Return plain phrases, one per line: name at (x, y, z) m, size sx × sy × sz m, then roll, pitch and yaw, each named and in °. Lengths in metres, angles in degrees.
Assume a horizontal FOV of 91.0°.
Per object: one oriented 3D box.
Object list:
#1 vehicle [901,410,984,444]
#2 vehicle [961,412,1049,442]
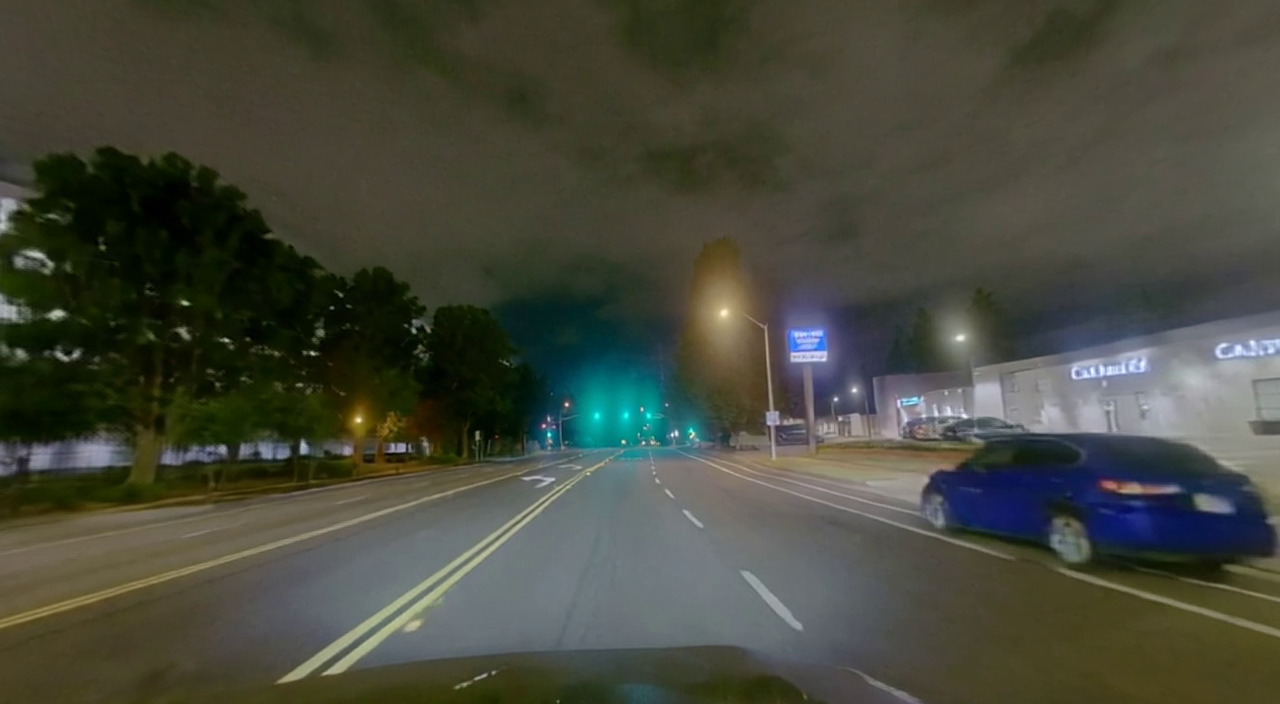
vehicle at (16.916, 4.284, 35.527) m, size 2.059 × 1.788 × 4.708 m, roll 1°, pitch -8°, yaw -4°
vehicle at (19.822, 4.154, 34.421) m, size 2.021 × 1.472 × 4.047 m, roll 1°, pitch -8°, yaw -8°
